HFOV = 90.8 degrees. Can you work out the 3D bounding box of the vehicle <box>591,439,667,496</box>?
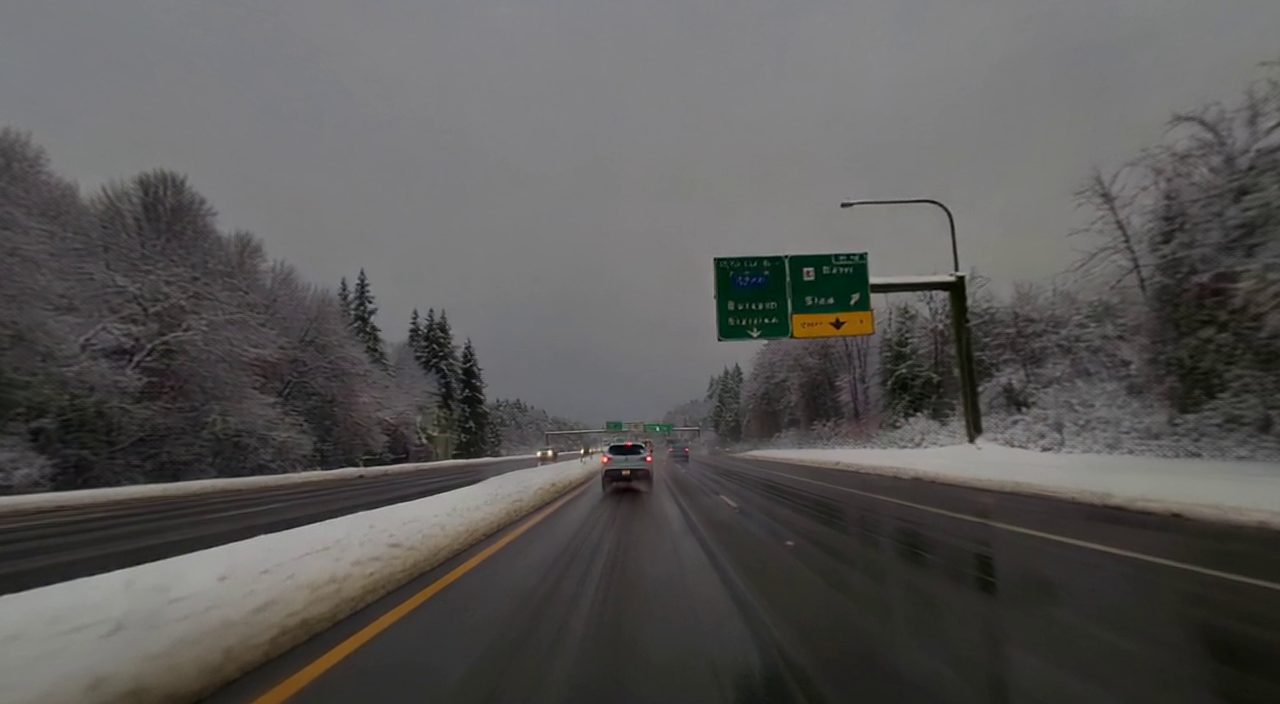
[{"bbox_3d":[-0.307,3.332,18.497,2.003,1.490,3.636,0,-9,0],"label":"vehicle"}]
